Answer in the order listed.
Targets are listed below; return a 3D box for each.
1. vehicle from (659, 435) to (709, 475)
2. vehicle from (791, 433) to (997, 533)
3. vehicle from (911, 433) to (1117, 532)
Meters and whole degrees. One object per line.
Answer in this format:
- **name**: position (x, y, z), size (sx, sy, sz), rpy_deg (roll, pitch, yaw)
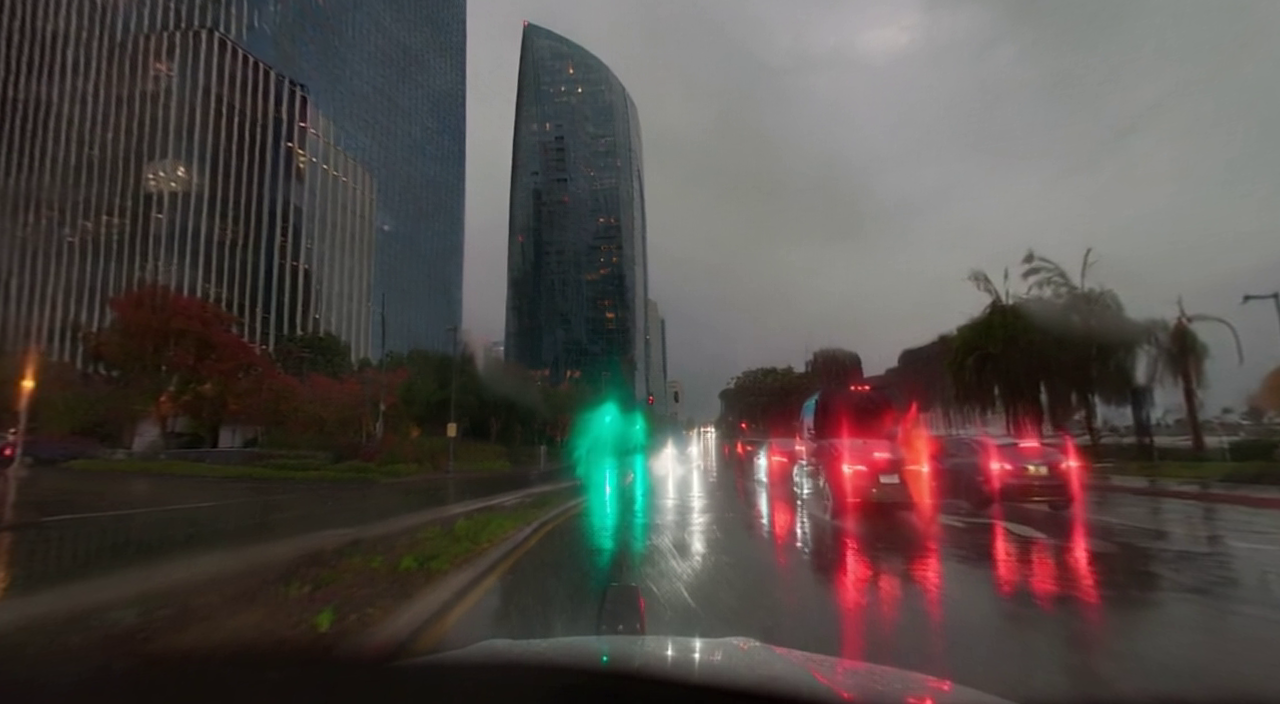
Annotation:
- **vehicle**: position (2.141, 4.769, 29.367), size (2.121, 1.728, 4.161), rpy_deg (-1, -8, 7)
- **vehicle**: position (4.480, 2.358, 11.910), size (2.183, 1.553, 3.923), rpy_deg (0, -8, -1)
- **vehicle**: position (7.101, 2.467, 12.548), size (1.983, 1.628, 3.885), rpy_deg (-1, -8, 6)
